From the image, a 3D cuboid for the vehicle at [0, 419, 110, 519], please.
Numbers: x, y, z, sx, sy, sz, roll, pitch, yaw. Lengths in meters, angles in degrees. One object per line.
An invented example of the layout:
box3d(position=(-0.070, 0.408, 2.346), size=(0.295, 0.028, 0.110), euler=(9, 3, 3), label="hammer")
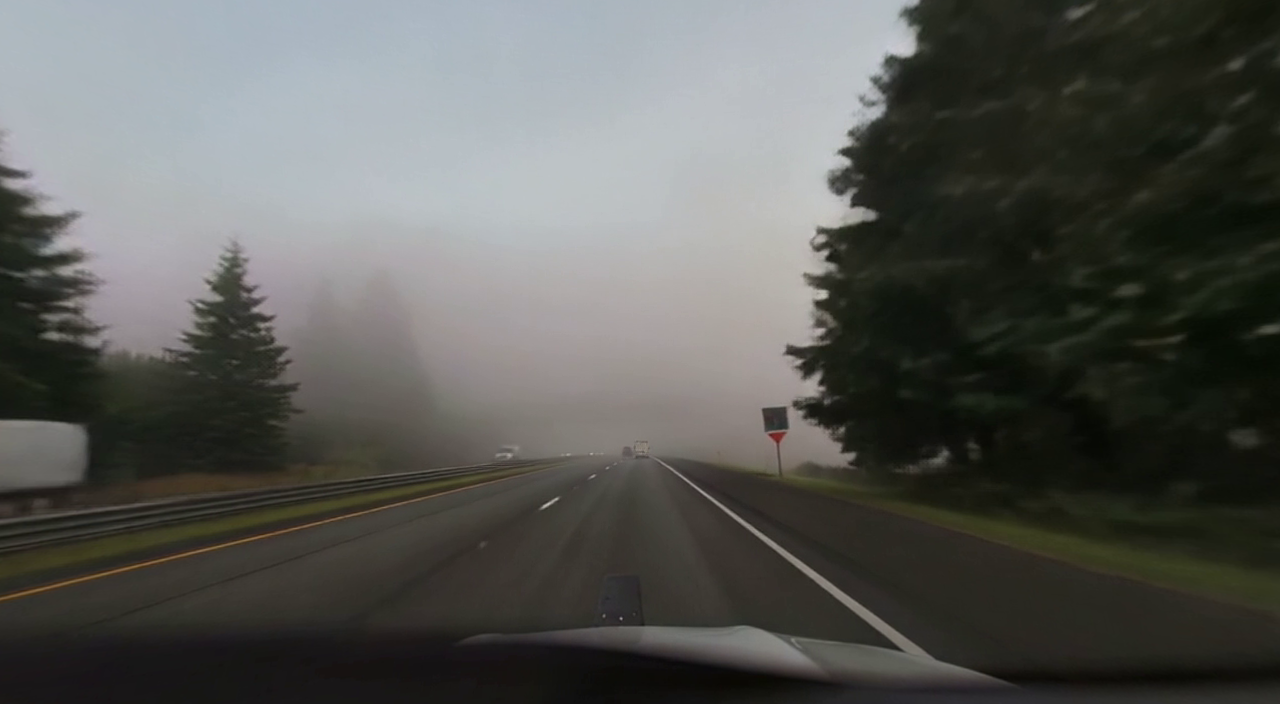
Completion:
box3d(position=(-17.186, 3.053, 16.545), size=(2.332, 2.487, 4.648), euler=(0, -9, 1), label="vehicle")
